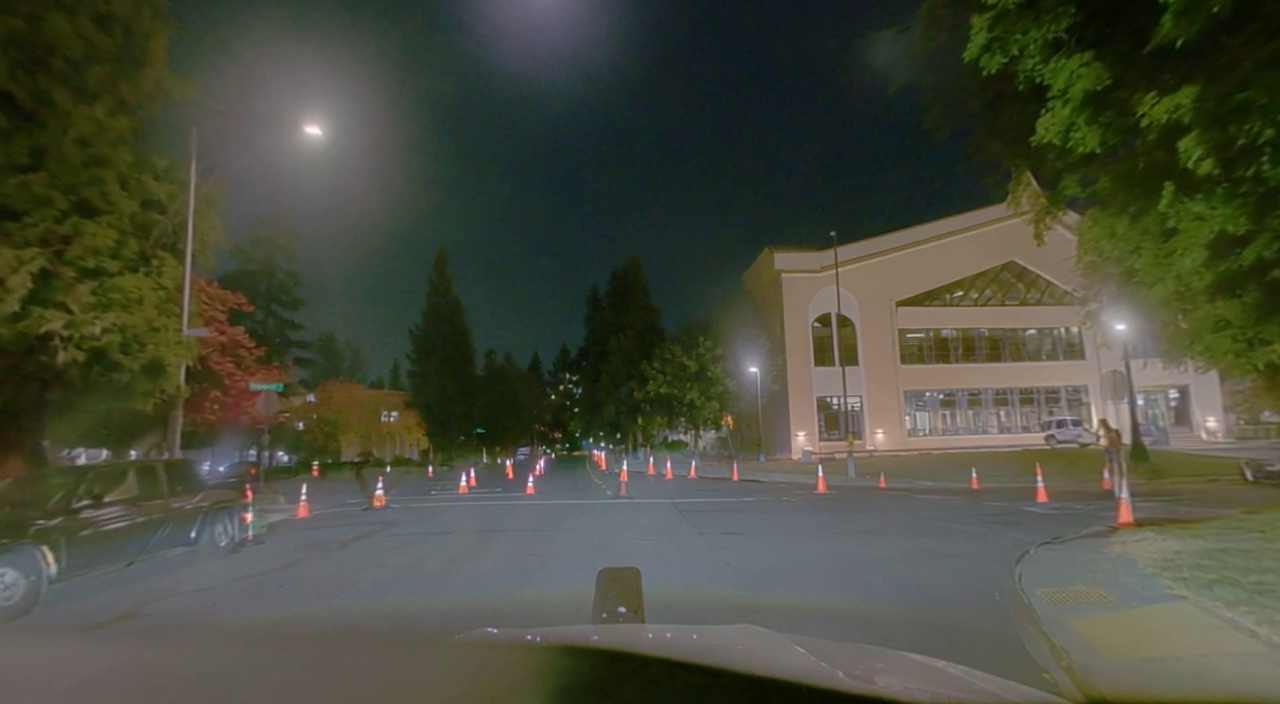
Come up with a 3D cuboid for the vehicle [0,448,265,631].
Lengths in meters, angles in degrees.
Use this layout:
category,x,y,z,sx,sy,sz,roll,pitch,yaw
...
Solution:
category,x,y,z,sx,sy,sz,roll,pitch,yaw
vehicle,-7.612,1.914,6.859,2.961,1.701,7.563,1,-9,-4
